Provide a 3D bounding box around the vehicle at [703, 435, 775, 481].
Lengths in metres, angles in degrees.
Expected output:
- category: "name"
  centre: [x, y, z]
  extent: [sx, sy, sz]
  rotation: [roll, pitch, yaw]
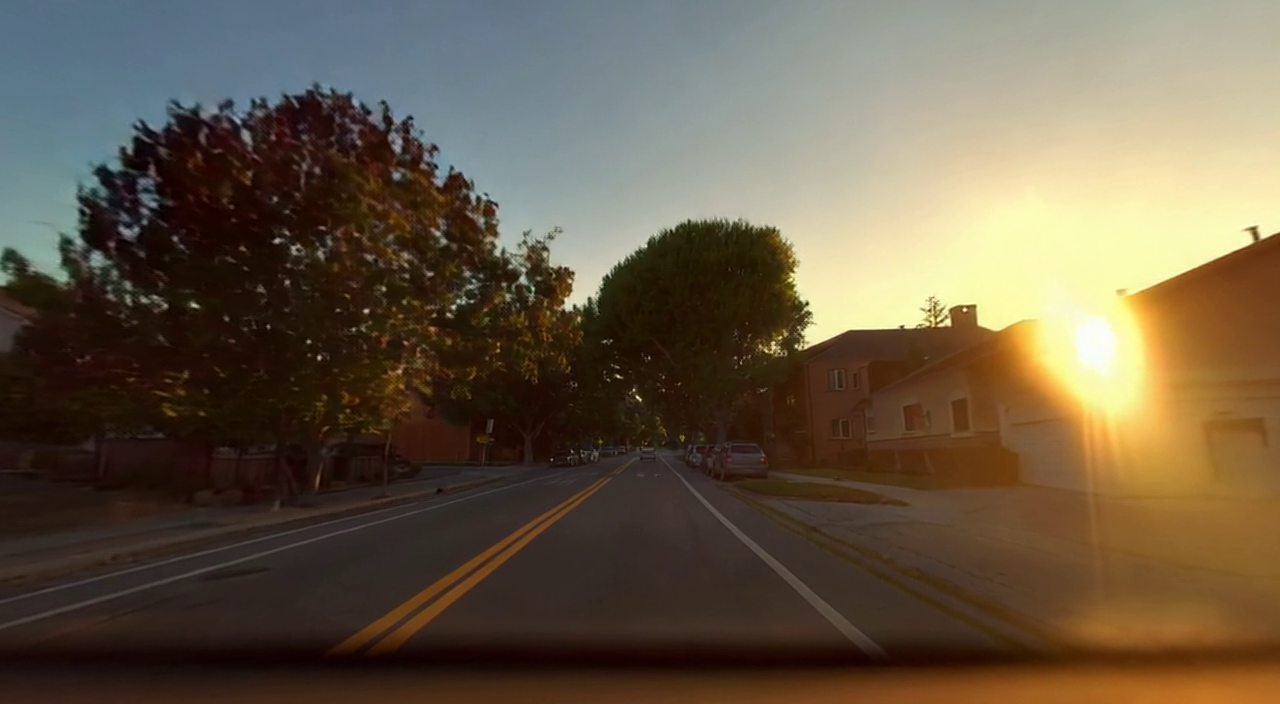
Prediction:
- category: "vehicle"
  centre: [4.063, 4.463, 26.807]
  extent: [1.937, 1.752, 4.574]
  rotation: [1, -9, -5]
